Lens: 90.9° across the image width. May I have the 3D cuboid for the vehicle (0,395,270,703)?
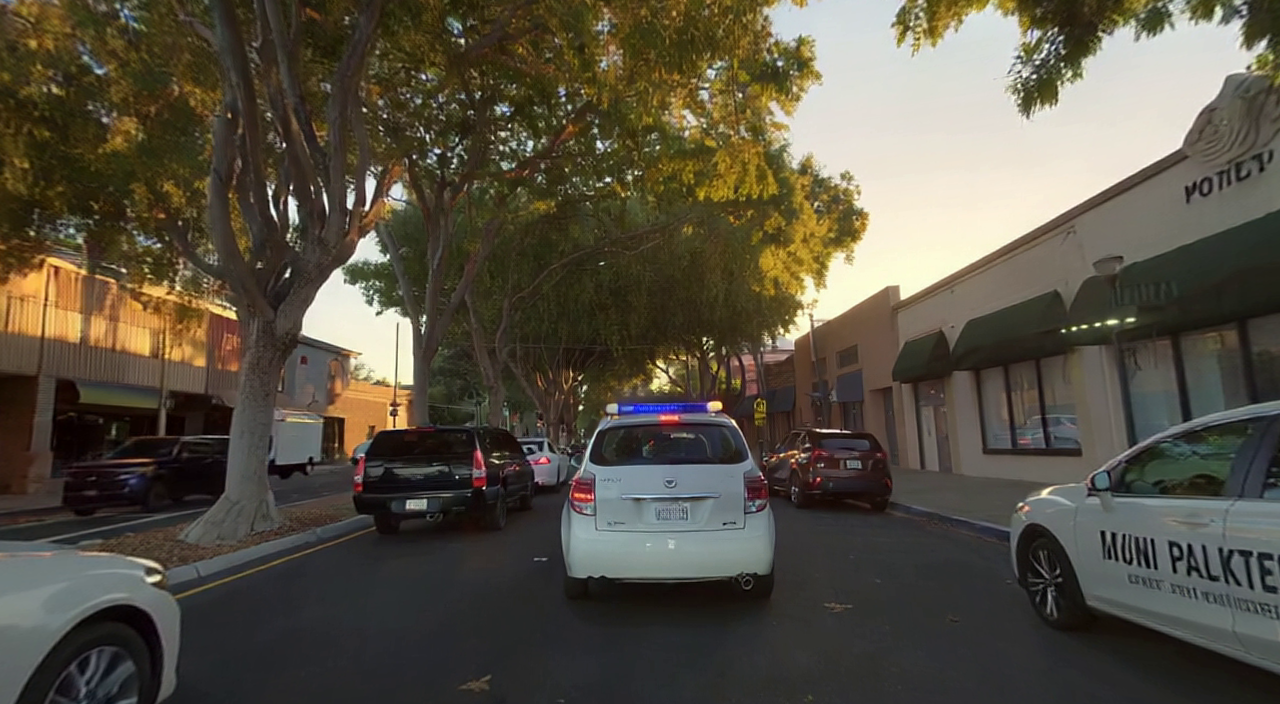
[{"bbox_3d":[-2.921,0.764,1.179,1.908,1.474,4.257,0,-8,-1],"label":"vehicle"}]

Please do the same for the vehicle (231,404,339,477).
[{"bbox_3d":[-14.546,3.689,26.142,2.117,2.762,3.938,0,-8,-1],"label":"vehicle"}]

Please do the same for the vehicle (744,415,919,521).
[{"bbox_3d":[4.023,2.565,14.531,2.038,1.865,5.786,2,-9,-2],"label":"vehicle"}]

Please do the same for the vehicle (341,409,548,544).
[{"bbox_3d":[-2.971,2.020,10.822,2.135,1.806,4.514,0,-8,-1],"label":"vehicle"}]

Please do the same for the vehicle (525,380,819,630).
[{"bbox_3d":[0.217,1.382,6.567,2.075,1.770,4.018,0,-8,0],"label":"vehicle"}]

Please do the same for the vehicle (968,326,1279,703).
[{"bbox_3d":[4.047,0.902,3.264,1.987,1.877,5.330,2,-8,2],"label":"vehicle"}]
